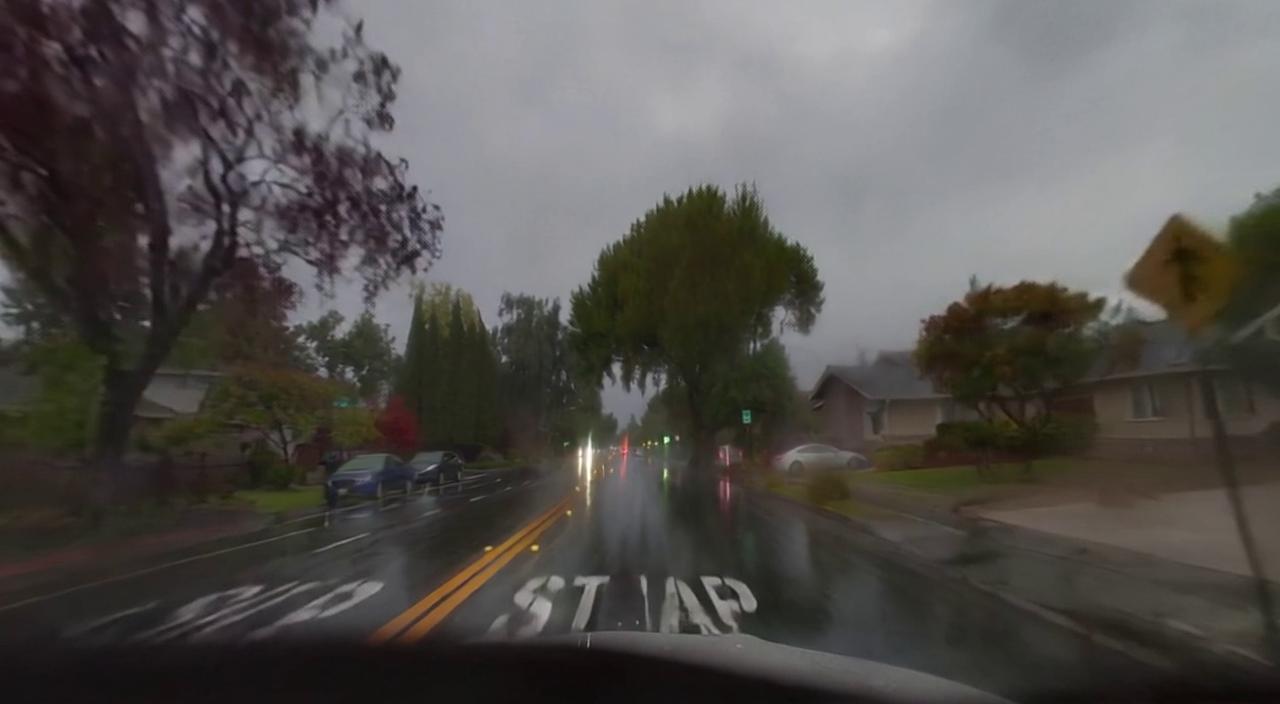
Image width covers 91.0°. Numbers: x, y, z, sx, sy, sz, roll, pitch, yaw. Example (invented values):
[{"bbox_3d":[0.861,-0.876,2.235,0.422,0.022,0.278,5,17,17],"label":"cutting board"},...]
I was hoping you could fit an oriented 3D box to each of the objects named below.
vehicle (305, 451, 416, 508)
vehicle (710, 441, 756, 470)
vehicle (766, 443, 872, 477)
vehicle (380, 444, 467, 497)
[{"bbox_3d":[-9.267,4.207,21.296,1.998,1.684,4.180,0,-9,-3],"label":"vehicle"},{"bbox_3d":[5.714,6.410,39.206,2.096,1.713,4.606,0,-9,-1],"label":"vehicle"},{"bbox_3d":[8.121,4.942,28.925,4.438,1.466,1.943,-2,-9,9],"label":"vehicle"},{"bbox_3d":[-9.440,5.148,27.976,2.181,1.938,4.931,-2,-7,0],"label":"vehicle"}]
